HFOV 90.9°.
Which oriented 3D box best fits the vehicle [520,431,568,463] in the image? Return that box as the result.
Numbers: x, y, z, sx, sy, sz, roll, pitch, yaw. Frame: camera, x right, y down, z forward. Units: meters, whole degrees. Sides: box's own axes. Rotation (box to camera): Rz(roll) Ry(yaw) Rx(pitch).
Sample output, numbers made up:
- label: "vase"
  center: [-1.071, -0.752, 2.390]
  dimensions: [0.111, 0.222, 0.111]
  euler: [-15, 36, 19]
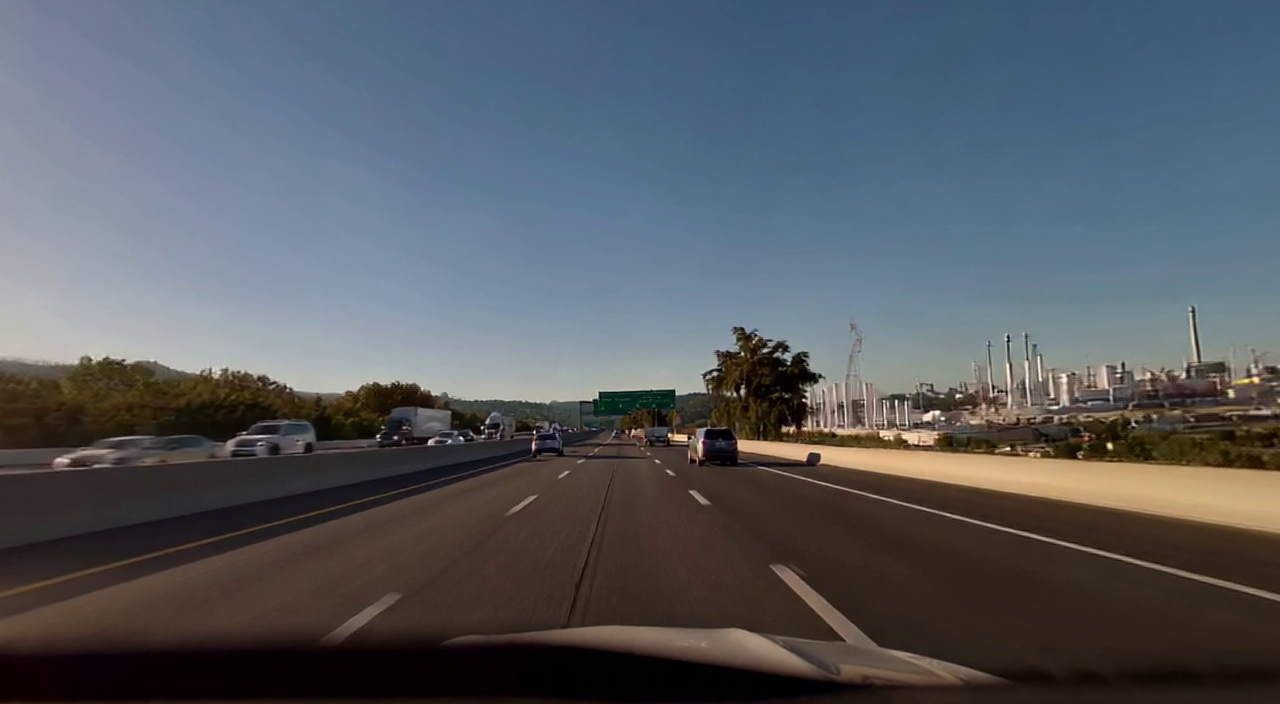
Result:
- label: "vehicle"
  center: [-4.964, 4.958, 33.102]
  dimensions: [1.996, 1.518, 4.229]
  euler: [0, -8, -2]

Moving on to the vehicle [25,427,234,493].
- label: "vehicle"
  center: [-12.876, 2.724, 16.351]
  dimensions: [1.858, 1.475, 4.355]
  euler: [0, -8, -1]

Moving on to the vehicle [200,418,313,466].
- label: "vehicle"
  center: [-17.097, 4.050, 28.445]
  dimensions: [2.151, 1.970, 4.758]
  euler: [0, -8, -2]

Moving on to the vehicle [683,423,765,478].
- label: "vehicle"
  center: [2.689, 3.265, 21.213]
  dimensions: [2.022, 1.637, 4.229]
  euler: [0, -8, -3]

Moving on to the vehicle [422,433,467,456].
- label: "vehicle"
  center: [-12.958, 6.120, 41.946]
  dimensions: [1.809, 1.454, 4.209]
  euler: [0, -8, -2]
